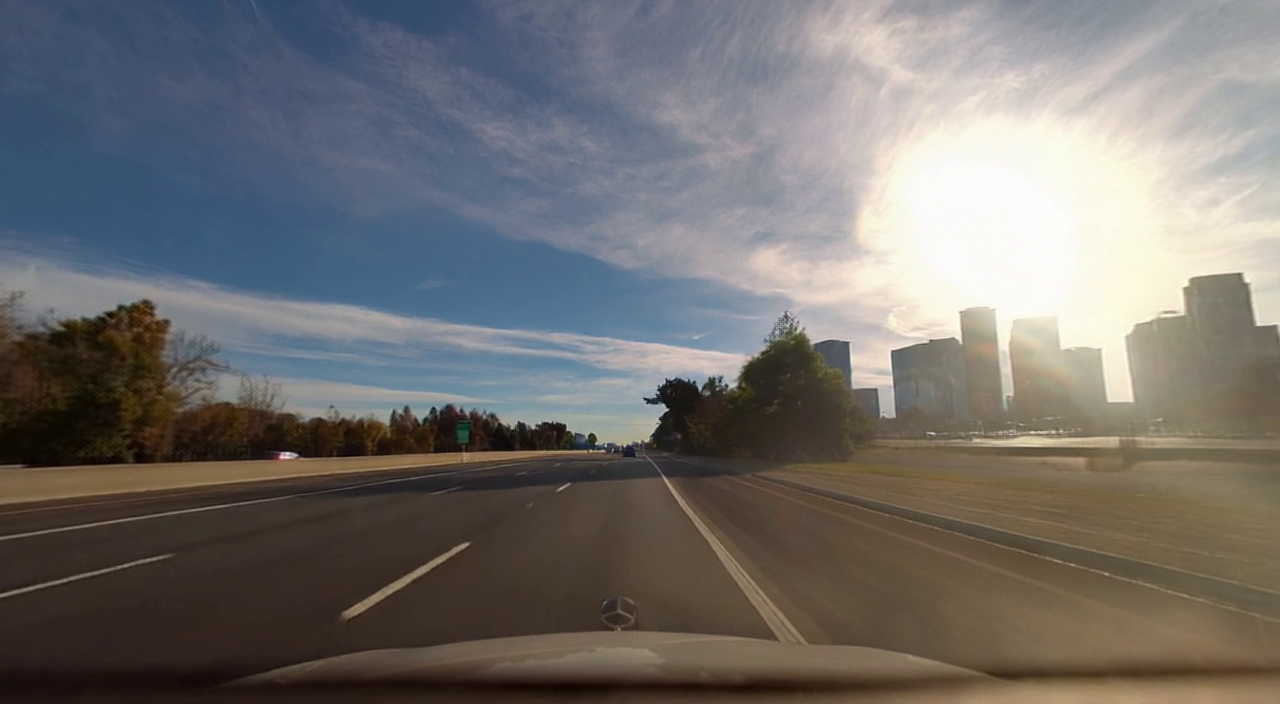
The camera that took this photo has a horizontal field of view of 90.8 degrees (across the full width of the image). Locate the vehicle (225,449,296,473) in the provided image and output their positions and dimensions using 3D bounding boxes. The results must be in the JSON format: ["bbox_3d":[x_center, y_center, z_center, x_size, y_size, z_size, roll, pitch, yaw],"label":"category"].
[{"bbox_3d":[-26.418,7.563,44.187,1.923,1.563,4.762,0,-9,1],"label":"vehicle"}]
